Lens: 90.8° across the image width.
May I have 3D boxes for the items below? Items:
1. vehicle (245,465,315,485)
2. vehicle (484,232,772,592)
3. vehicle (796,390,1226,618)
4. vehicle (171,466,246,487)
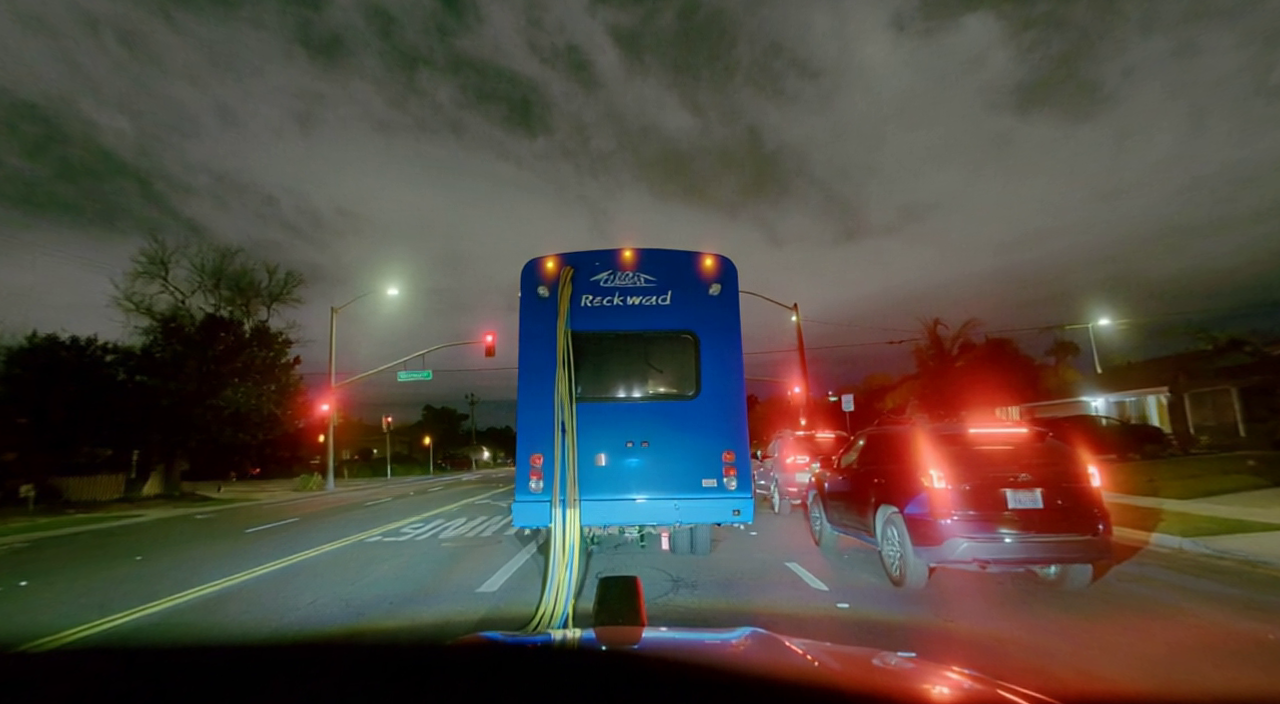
[{"bbox_3d":[-27.405,9.365,48.139,4.187,1.445,1.809,0,-9,0],"label":"vehicle"},{"bbox_3d":[-0.110,1.123,10.268,2.709,3.511,8.213,0,-9,0],"label":"vehicle"},{"bbox_3d":[3.406,1.493,7.125,2.104,1.735,4.408,0,-9,0],"label":"vehicle"},{"bbox_3d":[-32.701,9.410,47.952,4.311,1.458,1.707,0,-9,-3],"label":"vehicle"}]
